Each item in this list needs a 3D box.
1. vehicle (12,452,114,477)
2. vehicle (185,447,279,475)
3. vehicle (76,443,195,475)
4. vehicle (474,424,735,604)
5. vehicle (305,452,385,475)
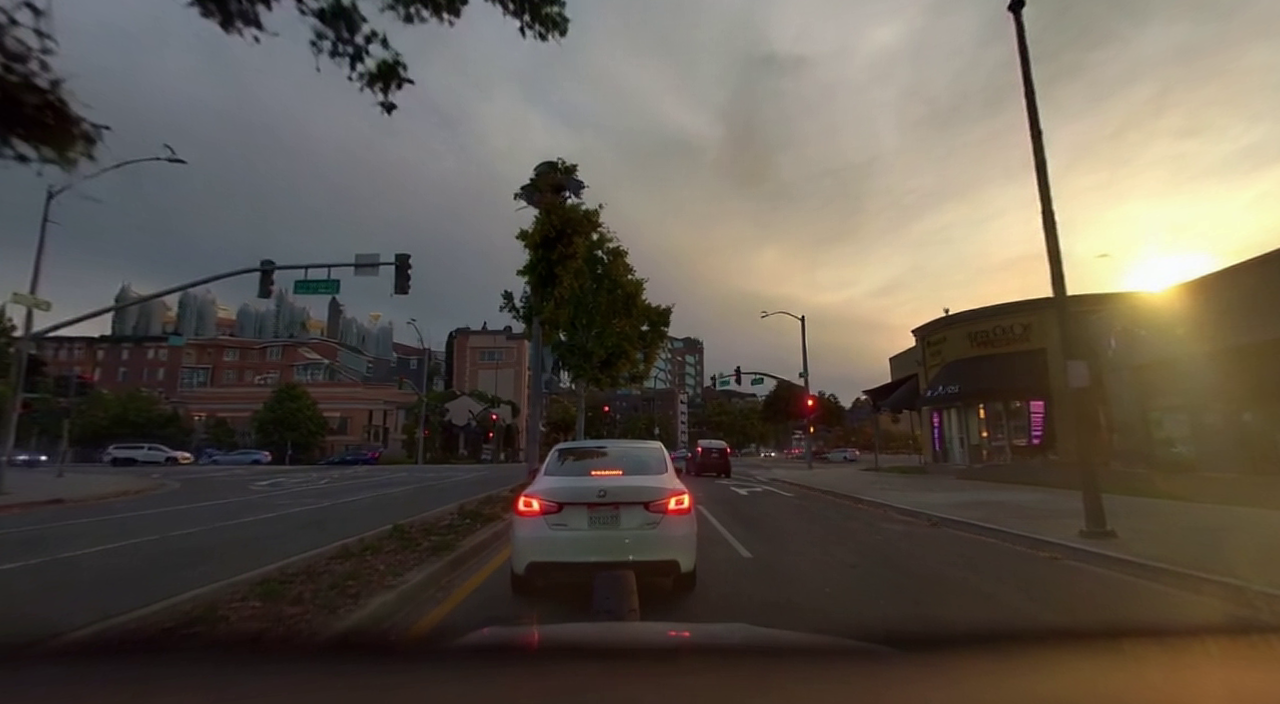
[{"bbox_3d":[-35.540,6.935,39.007,4.199,1.432,1.727,2,-9,-12],"label":"vehicle"},{"bbox_3d":[-26.319,7.029,40.906,4.575,1.718,2.008,2,-9,-12],"label":"vehicle"},{"bbox_3d":[-29.010,6.163,36.503,4.877,1.754,1.978,2,-9,-12],"label":"vehicle"},{"bbox_3d":[-0.303,1.671,7.476,2.173,1.479,4.264,0,-8,0],"label":"vehicle"},{"bbox_3d":[-19.747,7.463,42.478,4.548,1.449,1.802,2,-9,-13],"label":"vehicle"}]
